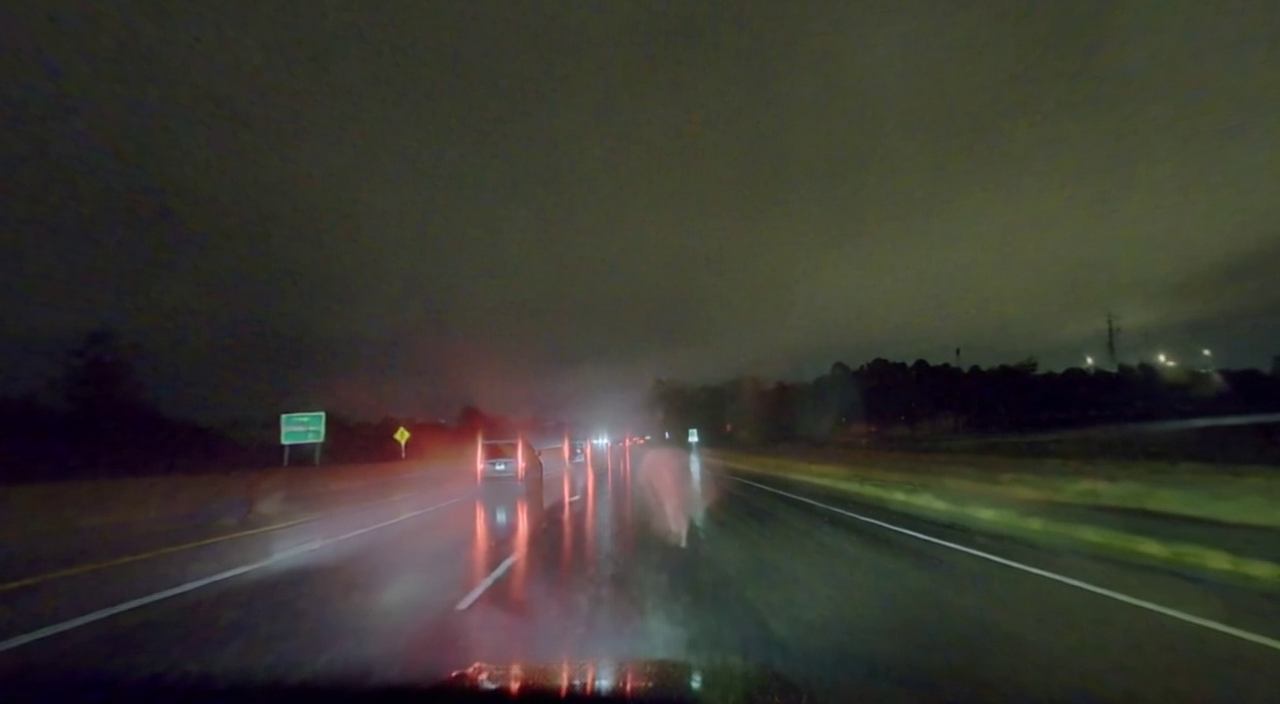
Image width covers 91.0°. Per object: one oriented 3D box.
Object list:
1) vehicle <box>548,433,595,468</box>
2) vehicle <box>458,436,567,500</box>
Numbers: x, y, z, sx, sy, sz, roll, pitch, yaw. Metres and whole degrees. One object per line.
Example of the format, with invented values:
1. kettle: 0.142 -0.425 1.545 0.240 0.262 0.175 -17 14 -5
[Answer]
1. vehicle: -3.894 5.712 36.498 2.177 1.852 4.427 0 -9 1
2. vehicle: -3.377 3.185 17.682 2.044 1.527 4.607 0 -9 0
